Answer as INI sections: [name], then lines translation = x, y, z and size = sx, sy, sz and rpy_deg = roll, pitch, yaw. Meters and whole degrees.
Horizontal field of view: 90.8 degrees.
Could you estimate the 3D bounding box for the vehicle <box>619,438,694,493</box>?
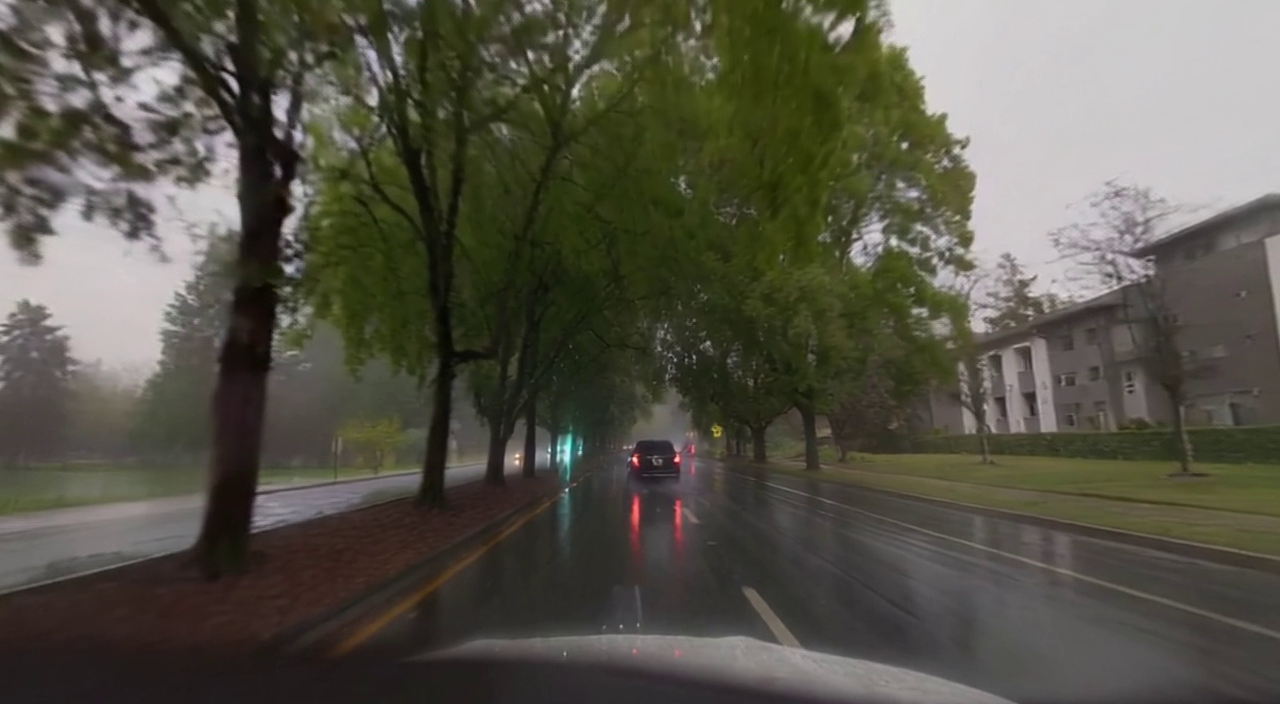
[vehicle]
translation = 0.393, 3.652, 20.711
size = 2.066, 1.603, 4.475
rpy_deg = 0, -9, -3
